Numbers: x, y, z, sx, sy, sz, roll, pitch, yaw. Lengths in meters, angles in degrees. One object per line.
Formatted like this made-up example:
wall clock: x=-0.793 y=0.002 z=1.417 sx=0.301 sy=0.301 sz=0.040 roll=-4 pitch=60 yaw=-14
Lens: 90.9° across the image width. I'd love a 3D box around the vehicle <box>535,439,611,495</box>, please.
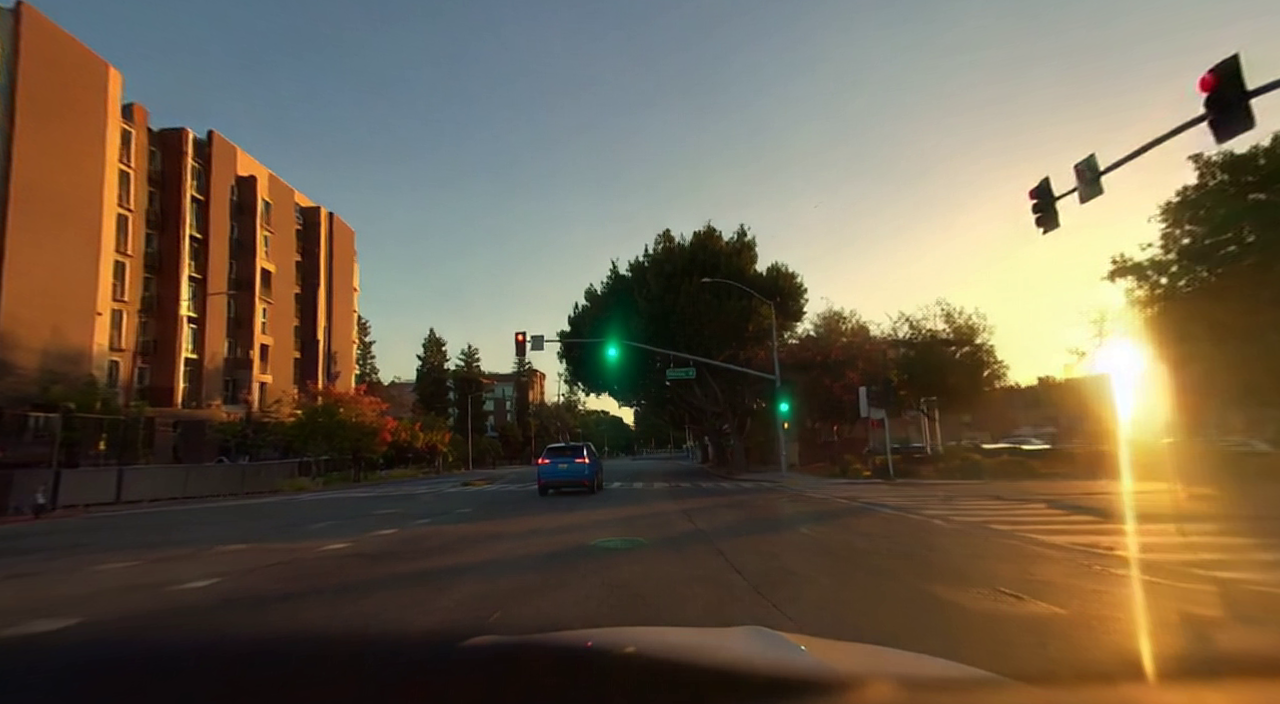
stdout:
vehicle: x=-2.272 y=4.054 z=22.698 sx=2.123 sy=1.799 sz=4.425 roll=0 pitch=-8 yaw=2
